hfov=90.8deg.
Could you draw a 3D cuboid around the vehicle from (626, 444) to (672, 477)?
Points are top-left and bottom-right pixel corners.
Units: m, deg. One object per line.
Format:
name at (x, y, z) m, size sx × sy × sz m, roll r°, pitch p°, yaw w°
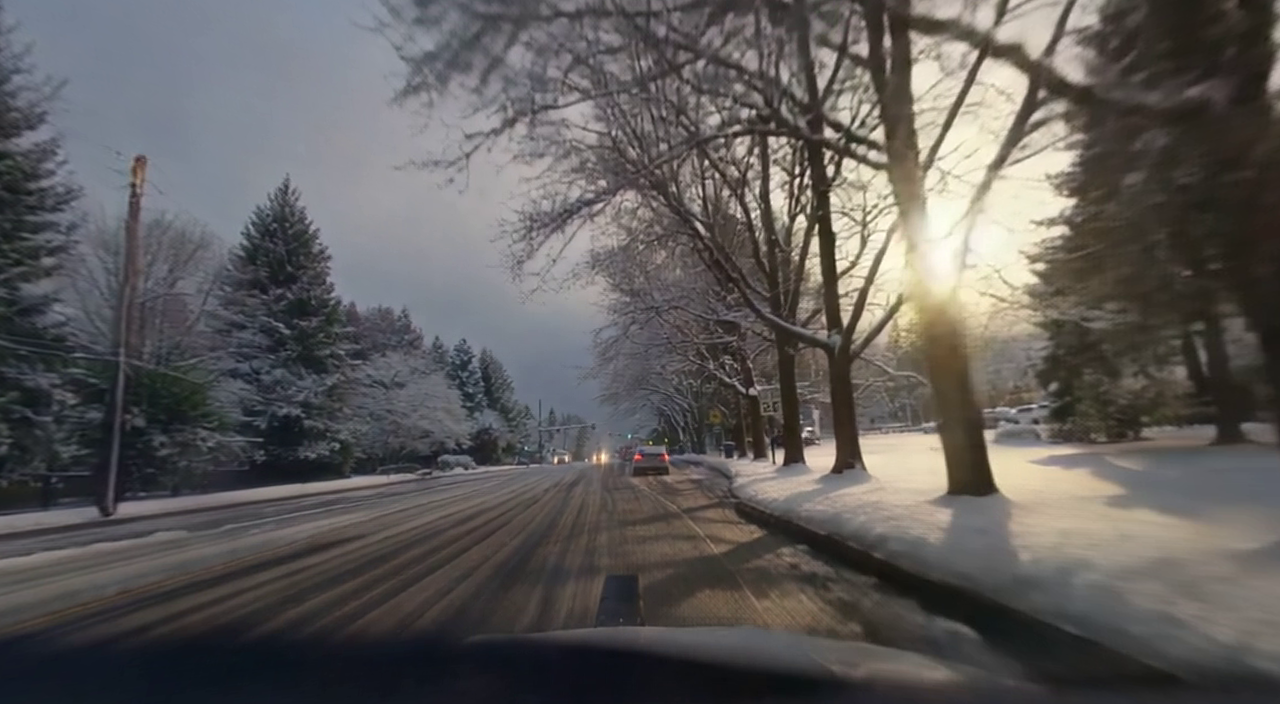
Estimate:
vehicle at (0.507, 5.329, 31.273) m, size 2.111 × 1.466 × 4.223 m, roll -1°, pitch -9°, yaw 2°
